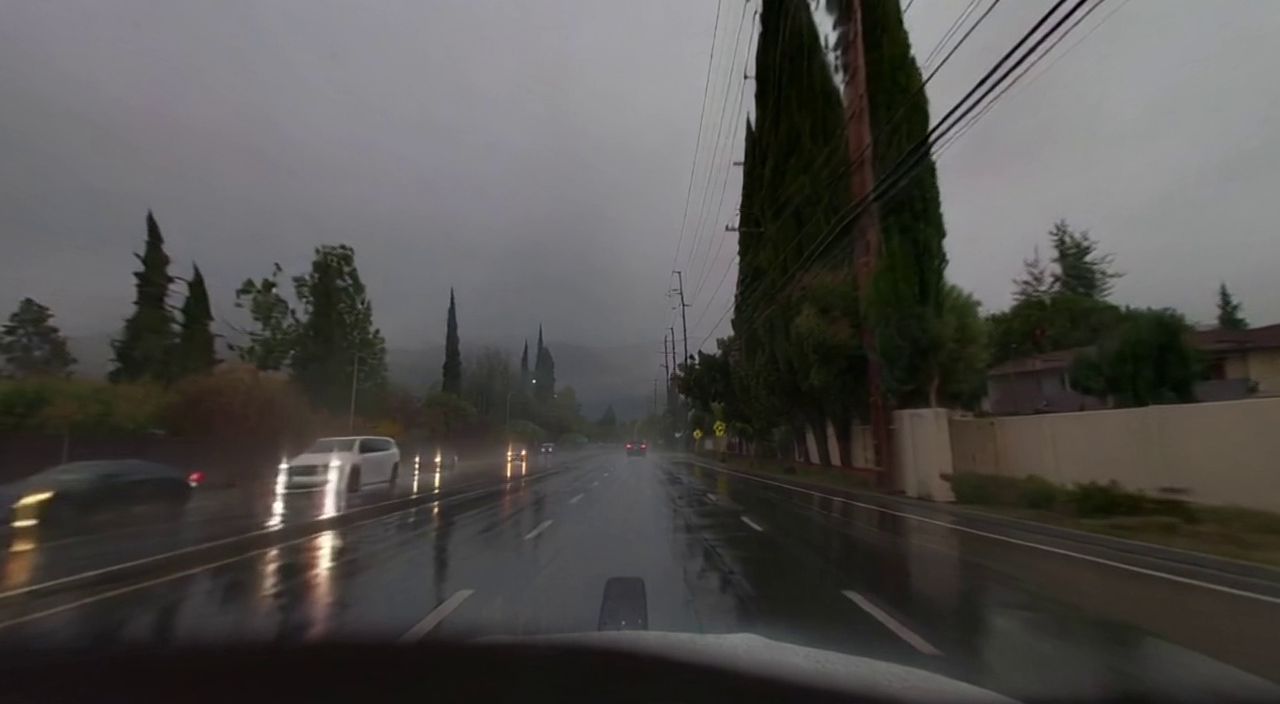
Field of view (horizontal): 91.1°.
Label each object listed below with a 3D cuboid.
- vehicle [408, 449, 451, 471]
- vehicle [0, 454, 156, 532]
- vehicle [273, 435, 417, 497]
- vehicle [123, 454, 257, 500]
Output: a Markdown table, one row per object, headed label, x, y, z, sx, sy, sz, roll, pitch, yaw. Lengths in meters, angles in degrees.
| label | x | y | z | sx | sy | sz | roll | pitch | yaw |
| --- | --- | --- | --- | --- | --- | --- | --- | --- | --- |
| vehicle | -16.614 | 8.498 | 49.733 | 1.840 | 1.621 | 4.235 | 1 | -8 | 2 |
| vehicle | -13.550 | 3.068 | 14.070 | 1.821 | 1.453 | 4.459 | 0 | -8 | 0 |
| vehicle | -9.956 | 3.869 | 21.912 | 2.249 | 1.866 | 5.664 | 0 | -8 | 0 |
| vehicle | -16.999 | 4.698 | 24.041 | 1.897 | 1.505 | 4.350 | 0 | -8 | 0 |
